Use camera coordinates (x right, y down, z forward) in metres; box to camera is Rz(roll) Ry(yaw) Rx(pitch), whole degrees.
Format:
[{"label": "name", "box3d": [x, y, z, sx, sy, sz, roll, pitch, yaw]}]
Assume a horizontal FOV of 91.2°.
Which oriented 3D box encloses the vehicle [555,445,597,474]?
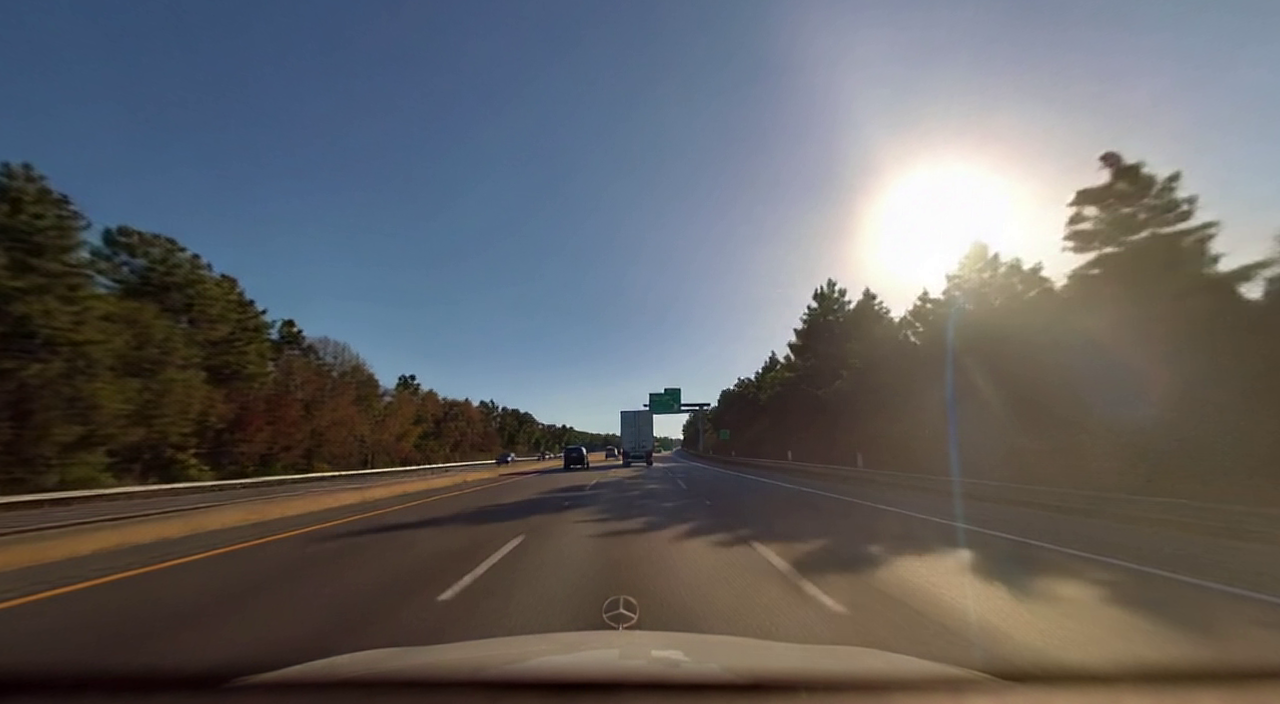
[{"label": "vehicle", "box3d": [-3.771, 6.412, 37.628, 2.112, 1.645, 4.129, 0, -9, -1]}]
